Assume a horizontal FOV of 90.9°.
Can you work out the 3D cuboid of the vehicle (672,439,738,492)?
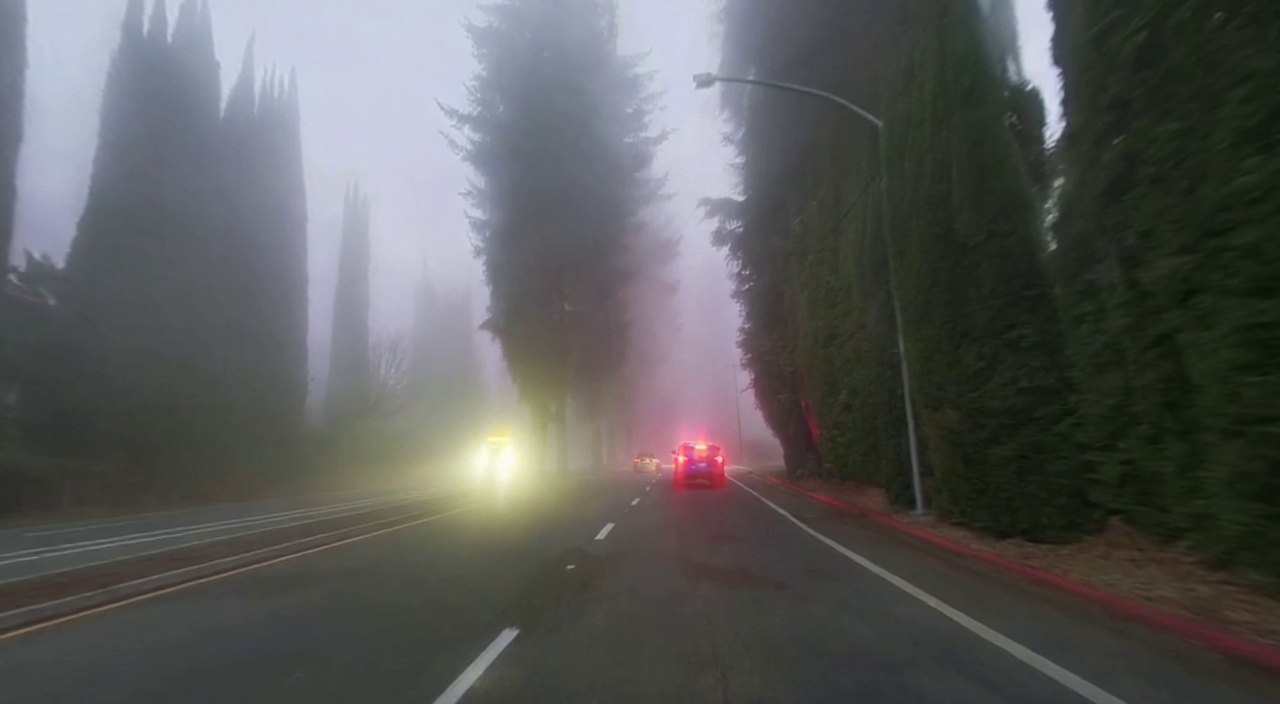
[{"bbox_3d":[2.144,3.849,21.821,2.052,1.639,4.123,-1,-8,3],"label":"vehicle"}]

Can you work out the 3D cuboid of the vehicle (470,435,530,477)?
[{"bbox_3d":[-10.424,7.816,47.537,2.661,2.737,6.092,-5,-9,4],"label":"vehicle"}]
